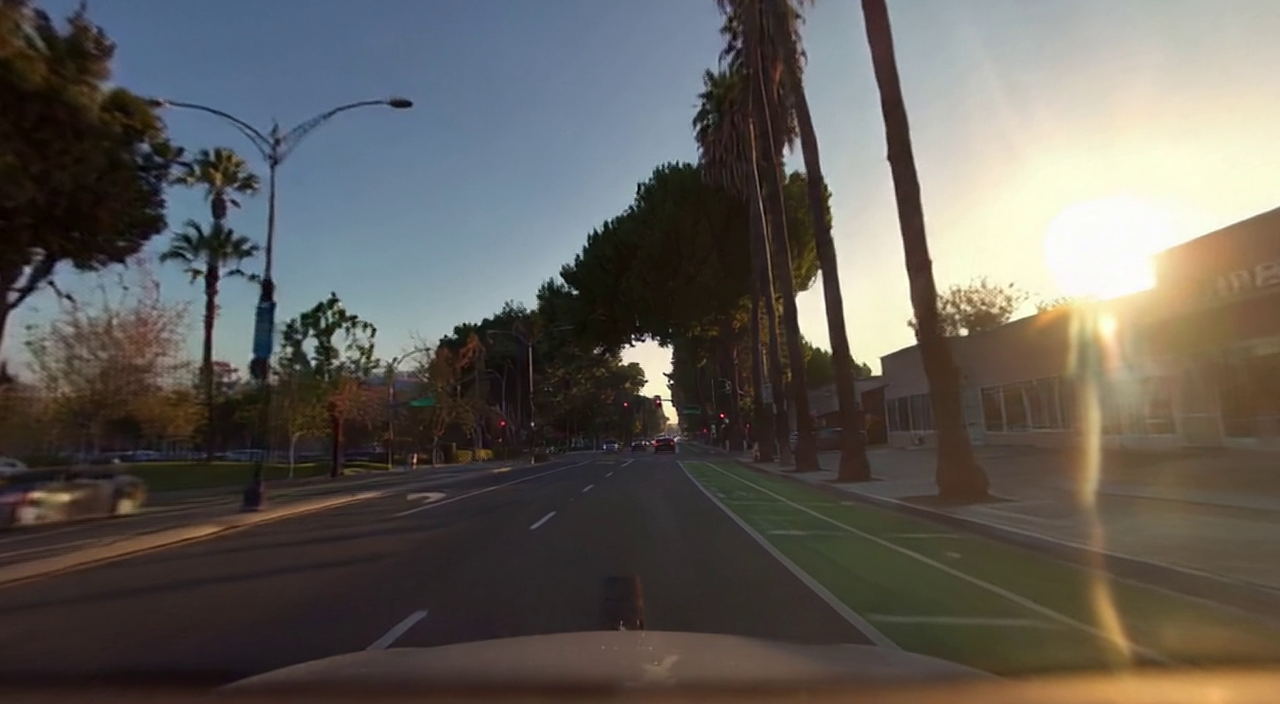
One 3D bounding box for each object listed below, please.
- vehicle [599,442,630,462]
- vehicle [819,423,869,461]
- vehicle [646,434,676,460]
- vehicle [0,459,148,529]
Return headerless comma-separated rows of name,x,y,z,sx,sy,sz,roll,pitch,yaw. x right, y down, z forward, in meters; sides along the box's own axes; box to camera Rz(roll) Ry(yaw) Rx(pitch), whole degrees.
vehicle,-1.909,7.611,48.276,1.969,1.481,3.868,-1,-9,3
vehicle,12.777,5.672,39.893,1.996,2.172,5.298,-1,-8,7
vehicle,1.639,7.340,48.895,2.206,1.922,4.262,-1,-9,2
vehicle,-18.262,4.208,19.237,2.178,1.779,5.406,0,-9,0
